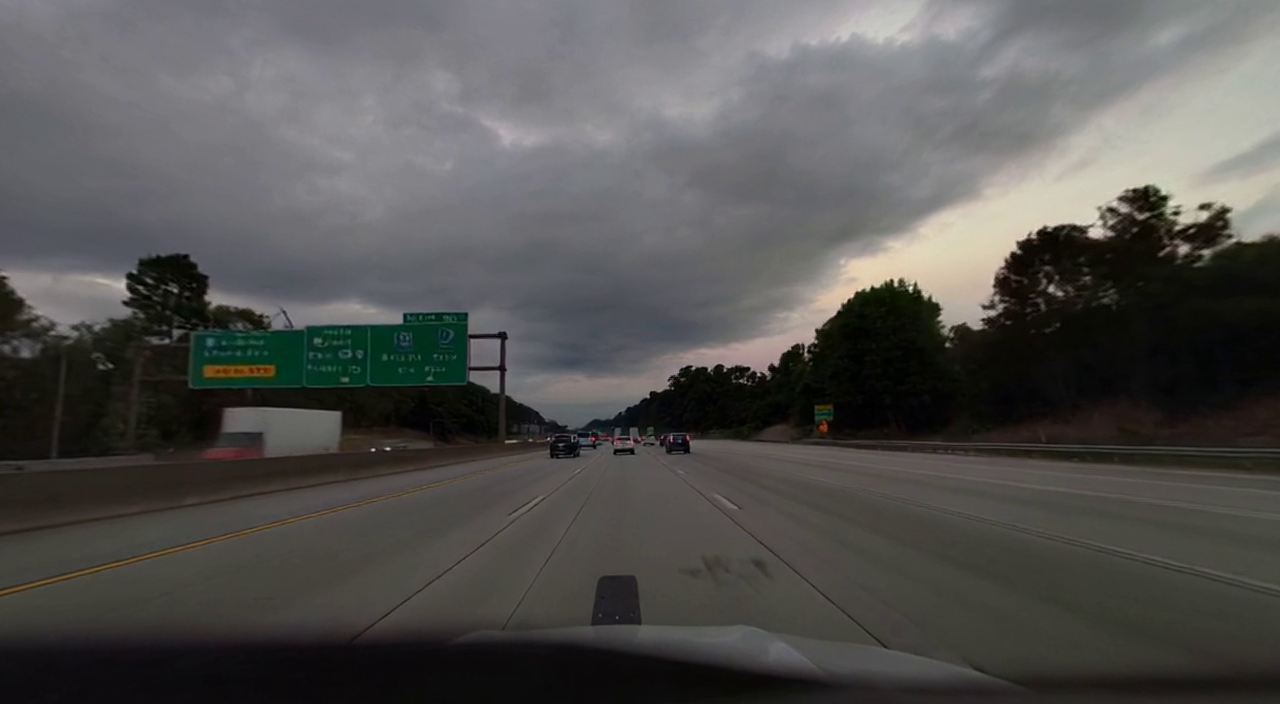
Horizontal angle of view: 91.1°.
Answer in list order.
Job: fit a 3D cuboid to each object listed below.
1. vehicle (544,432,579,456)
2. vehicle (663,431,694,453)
[{"bbox_3d":[-5.544,6.544,44.821,2.119,1.629,3.946,0,-8,-1],"label":"vehicle"},{"bbox_3d":[3.017,7.115,49.920,2.066,1.673,4.225,0,-8,-2],"label":"vehicle"}]
